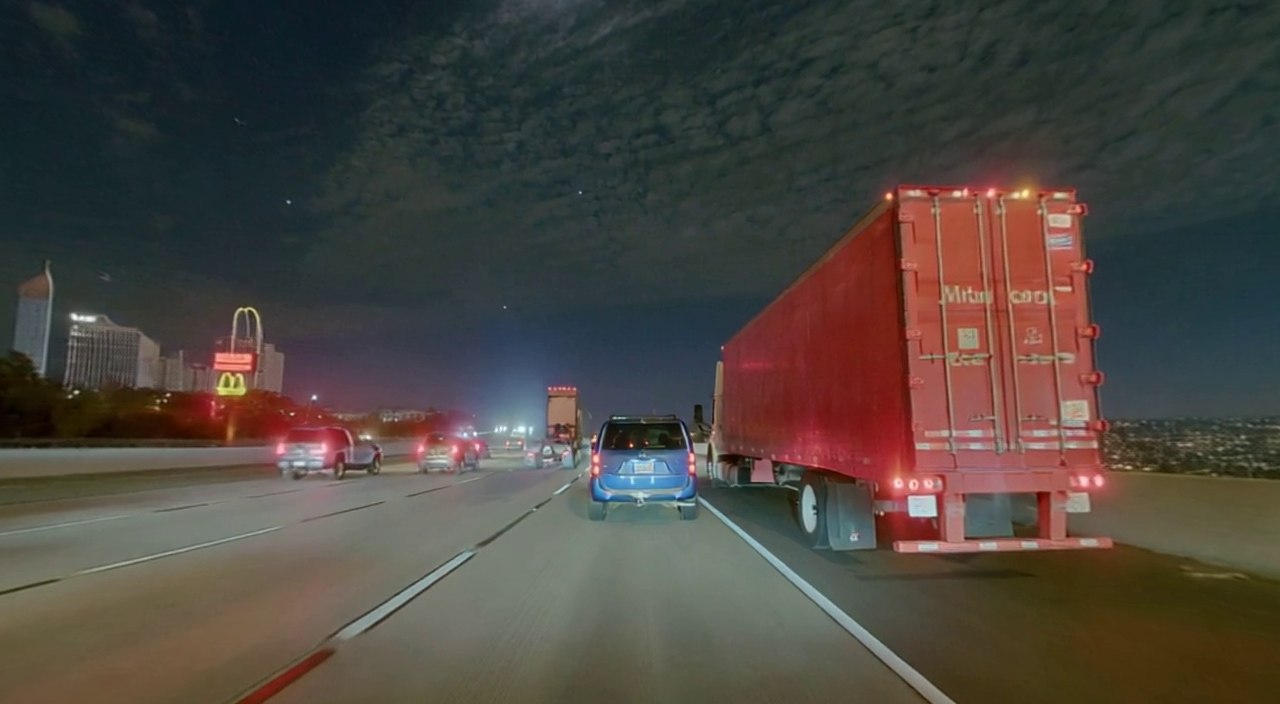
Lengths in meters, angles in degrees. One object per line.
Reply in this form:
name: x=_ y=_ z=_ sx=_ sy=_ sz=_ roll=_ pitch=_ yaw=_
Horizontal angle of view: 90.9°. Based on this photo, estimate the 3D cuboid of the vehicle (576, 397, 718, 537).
vehicle: x=0.040 y=1.885 z=10.768 sx=1.947 sy=1.910 sz=4.040 roll=0 pitch=-9 yaw=-2

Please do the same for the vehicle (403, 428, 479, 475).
vehicle: x=-7.972 y=4.035 z=25.679 sx=1.854 sy=1.740 sz=4.151 roll=0 pitch=-9 yaw=-2

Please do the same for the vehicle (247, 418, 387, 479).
vehicle: x=-11.876 y=3.627 z=23.820 sx=2.240 sy=1.995 sz=5.854 roll=0 pitch=-9 yaw=-1

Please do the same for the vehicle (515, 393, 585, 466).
vehicle: x=-4.723 y=4.373 z=34.753 sx=2.814 sy=3.513 sz=8.529 roll=0 pitch=-9 yaw=-2
